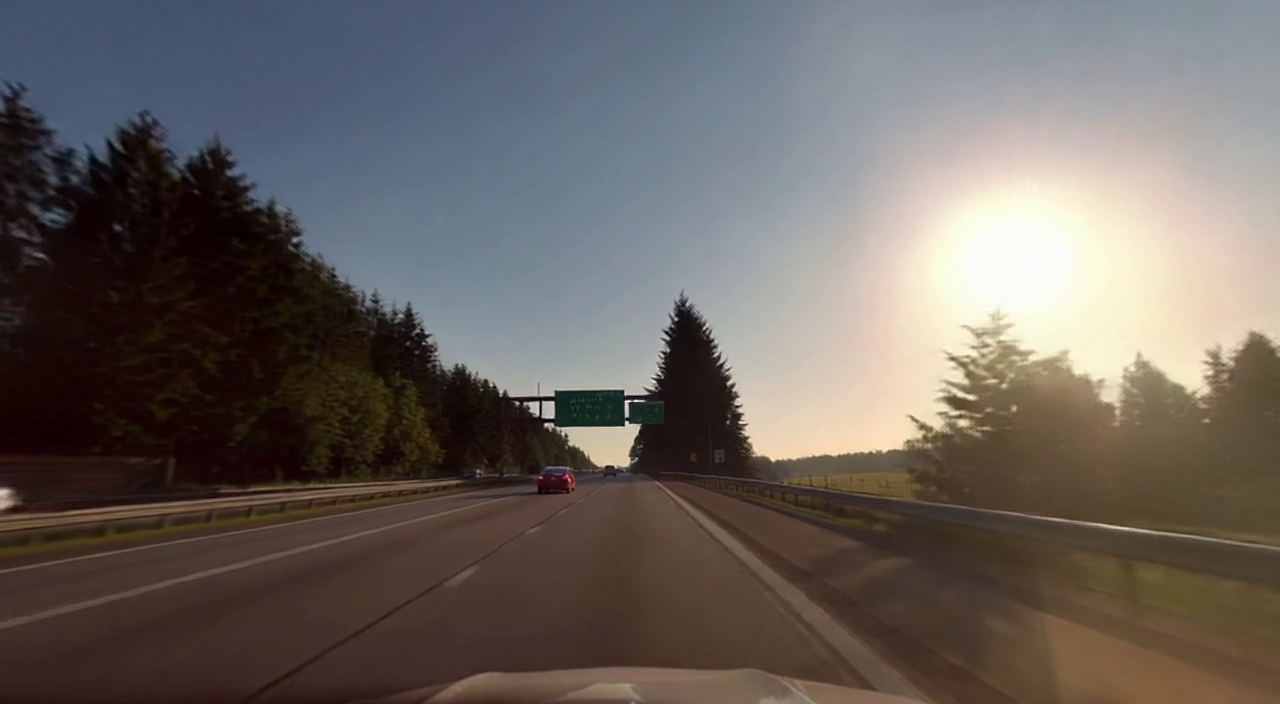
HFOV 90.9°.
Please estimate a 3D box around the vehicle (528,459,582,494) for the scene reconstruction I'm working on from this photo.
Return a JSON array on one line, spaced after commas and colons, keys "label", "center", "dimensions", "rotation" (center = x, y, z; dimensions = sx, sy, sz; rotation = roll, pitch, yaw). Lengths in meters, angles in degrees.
[{"label": "vehicle", "center": [-4.013, 6.020, 30.519], "dimensions": [1.954, 1.509, 4.094], "rotation": [1, -11, 1]}]
